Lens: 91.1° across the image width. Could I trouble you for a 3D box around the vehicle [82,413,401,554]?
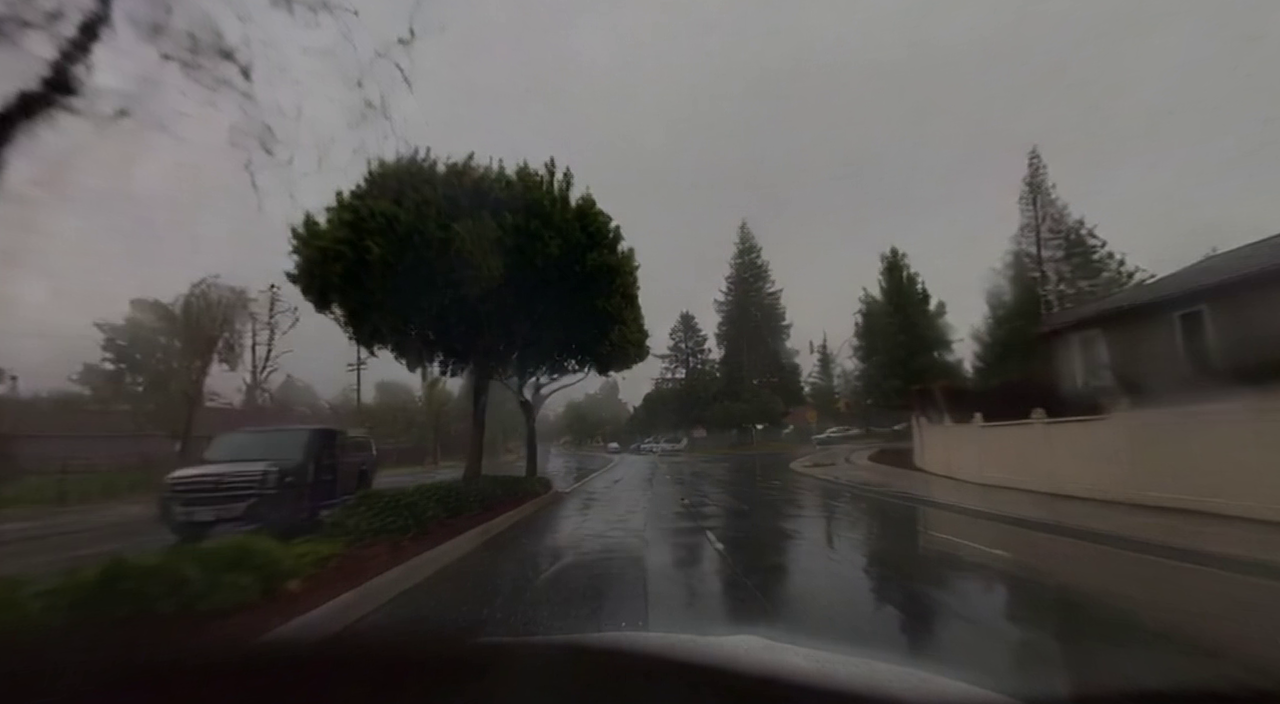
[{"bbox_3d":[-6.110,2.058,10.630,2.196,1.809,4.857,0,-8,0],"label":"vehicle"}]
